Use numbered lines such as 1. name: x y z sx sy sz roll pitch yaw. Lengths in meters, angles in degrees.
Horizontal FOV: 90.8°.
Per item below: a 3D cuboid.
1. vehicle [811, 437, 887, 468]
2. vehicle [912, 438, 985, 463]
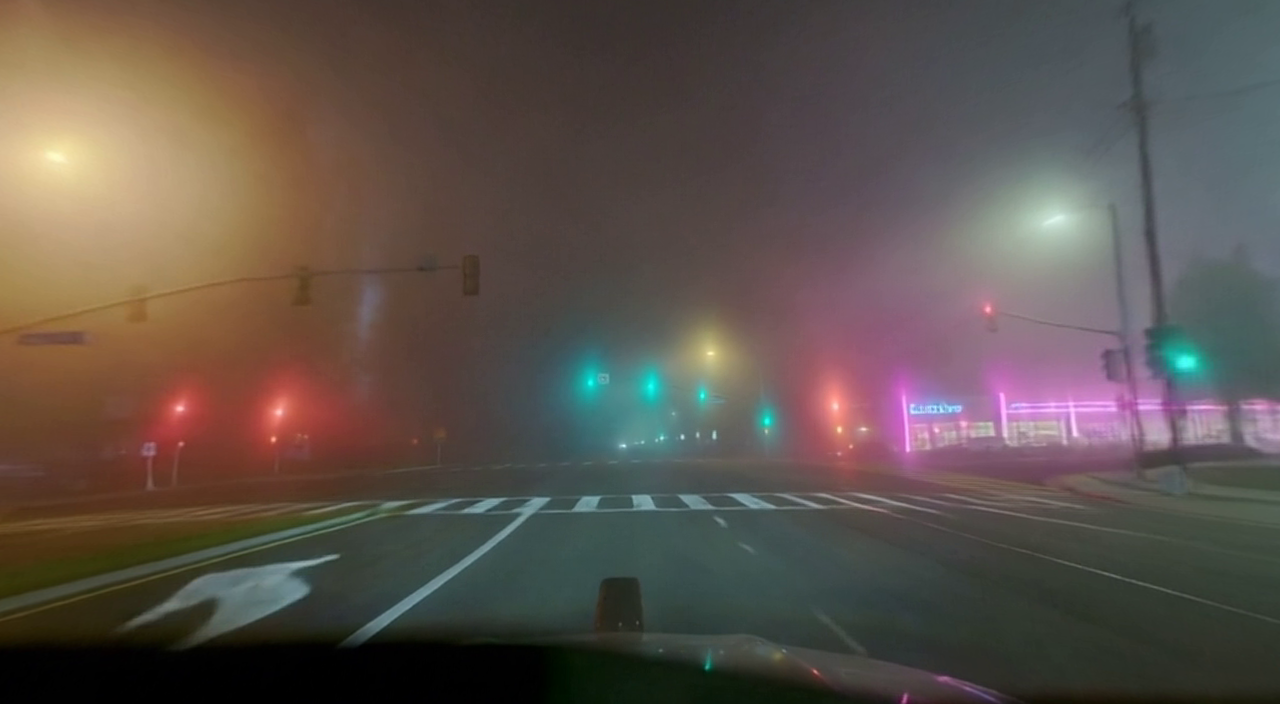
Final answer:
1. vehicle: 12.170 5.841 36.789 3.780 1.496 1.867 0 -8 -23
2. vehicle: 19.101 6.081 39.155 3.942 1.505 1.848 4 -9 -23
